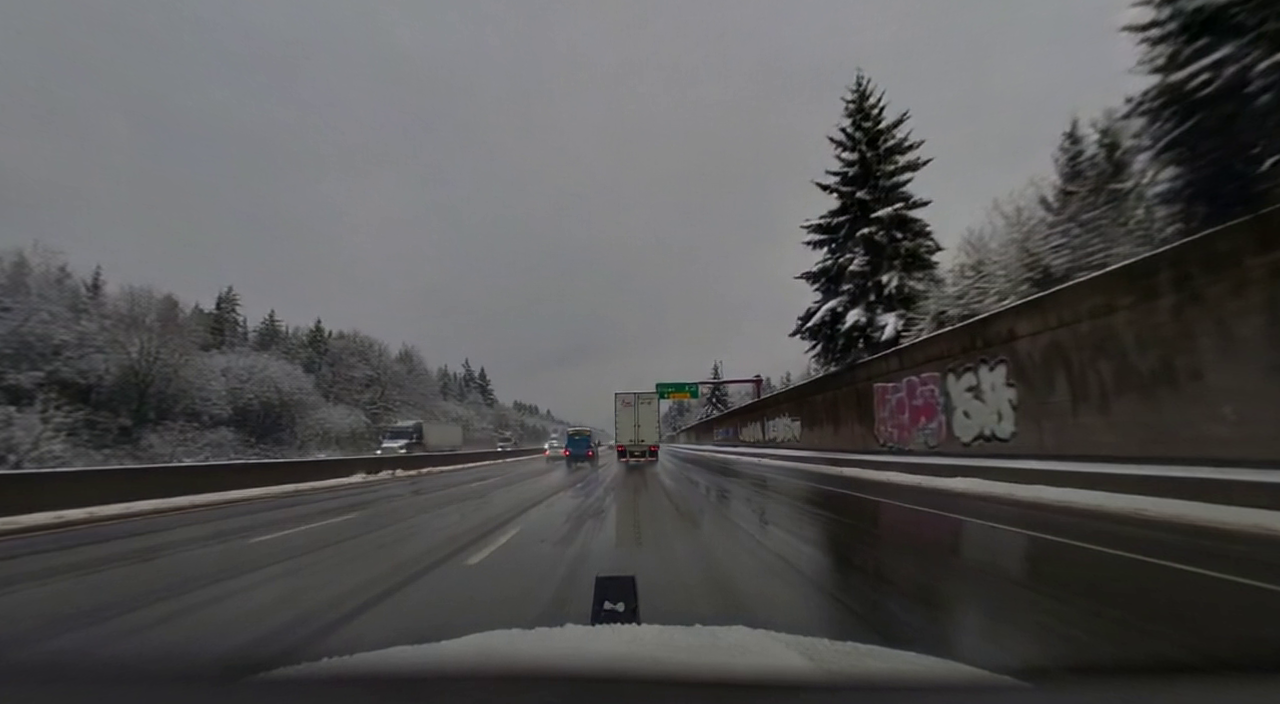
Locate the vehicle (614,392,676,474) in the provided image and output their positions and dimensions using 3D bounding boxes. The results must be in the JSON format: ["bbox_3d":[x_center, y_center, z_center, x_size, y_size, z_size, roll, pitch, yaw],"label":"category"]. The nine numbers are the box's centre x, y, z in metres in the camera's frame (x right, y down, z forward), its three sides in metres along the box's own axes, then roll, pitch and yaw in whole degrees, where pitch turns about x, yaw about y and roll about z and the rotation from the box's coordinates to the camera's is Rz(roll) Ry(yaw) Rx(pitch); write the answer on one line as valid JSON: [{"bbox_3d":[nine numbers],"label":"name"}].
[{"bbox_3d":[0.161,4.825,36.420,3.042,4.023,10.832,0,-9,-1],"label":"vehicle"}]

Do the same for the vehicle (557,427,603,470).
[{"bbox_3d":[-3.538,5.865,38.006,2.278,2.369,5.249,0,-9,0],"label":"vehicle"}]
